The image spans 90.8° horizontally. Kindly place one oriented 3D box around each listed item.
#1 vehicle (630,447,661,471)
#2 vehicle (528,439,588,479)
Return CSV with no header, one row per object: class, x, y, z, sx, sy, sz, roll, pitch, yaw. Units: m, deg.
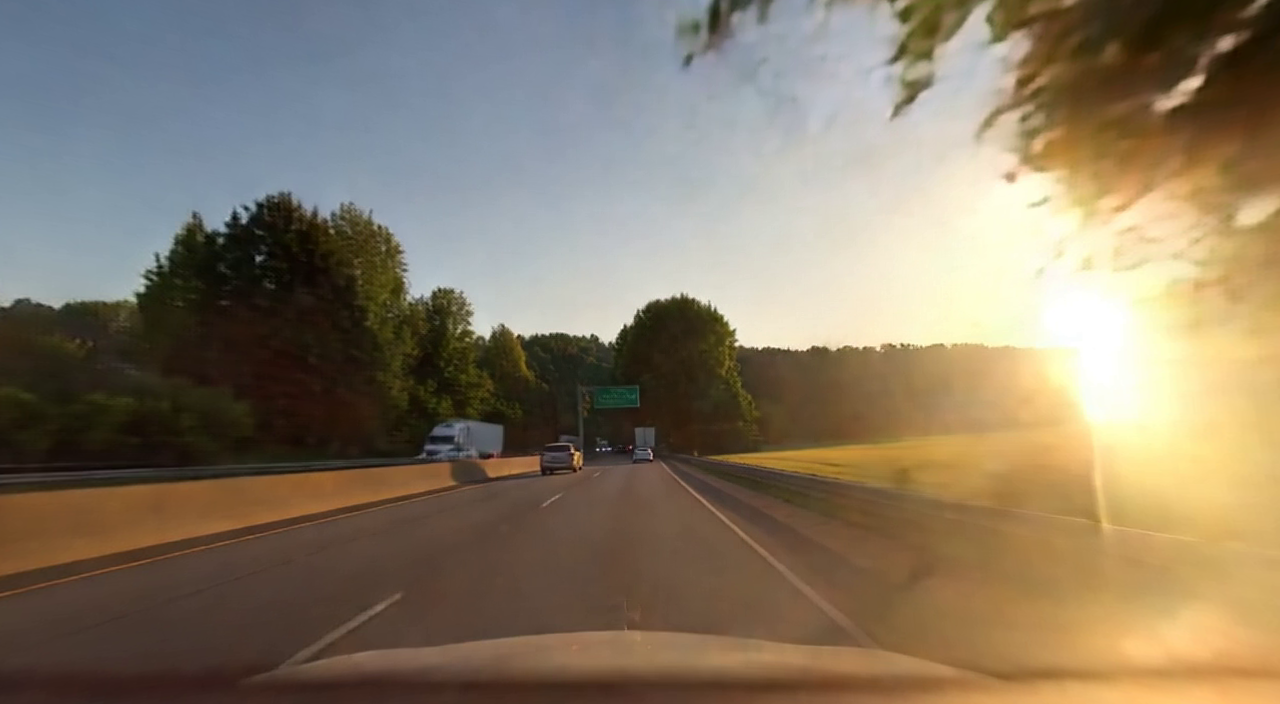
vehicle,0.338,6.858,40.553,1.853,1.436,3.438,0,-9,0
vehicle,-3.753,4.996,29.703,2.097,1.722,4.808,0,-9,1
